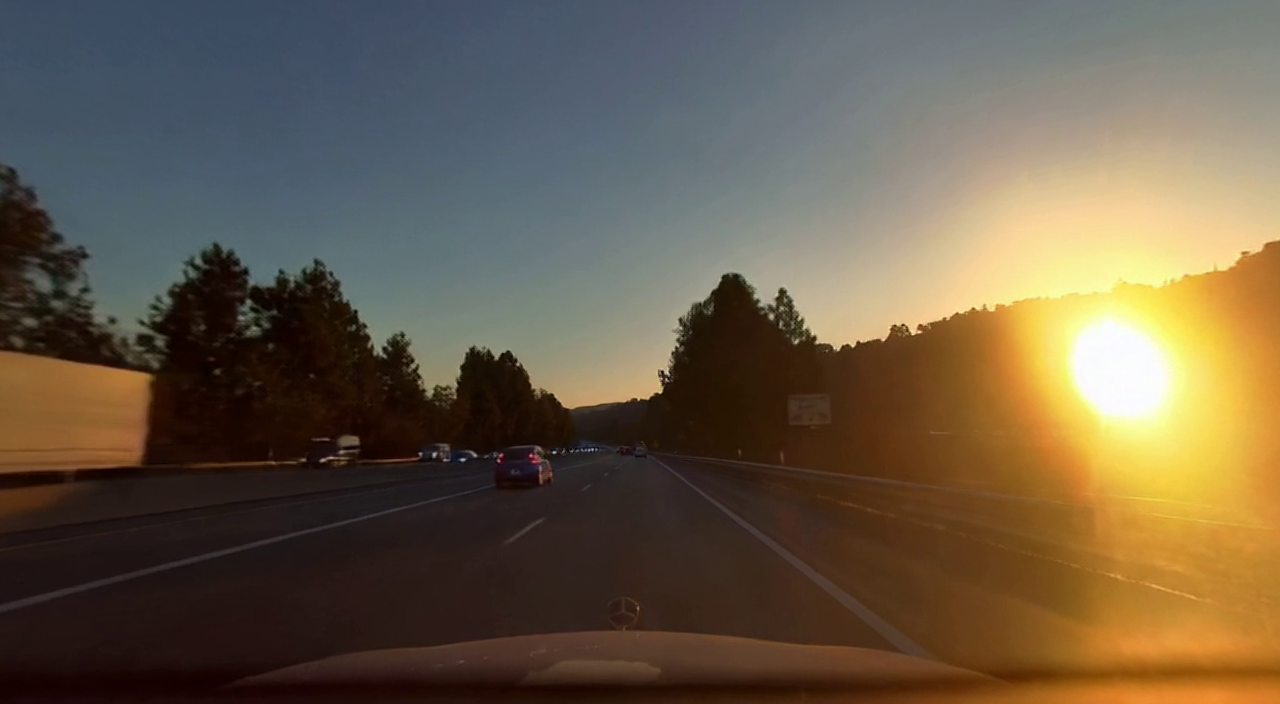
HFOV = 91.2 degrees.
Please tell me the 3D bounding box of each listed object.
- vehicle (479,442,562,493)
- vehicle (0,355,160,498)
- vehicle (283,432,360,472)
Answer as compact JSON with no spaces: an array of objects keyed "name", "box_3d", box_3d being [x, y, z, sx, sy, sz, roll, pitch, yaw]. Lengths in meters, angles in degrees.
[{"name":"vehicle","box_3d":[-3.809,3.763,20.709,1.933,1.497,3.973,0,-9,1]},{"name":"vehicle","box_3d":[-19.839,1.994,16.995,2.892,4.074,13.567,0,-9,0]},{"name":"vehicle","box_3d":[-23.010,7.275,45.603,2.438,2.716,5.506,0,-9,2]}]
